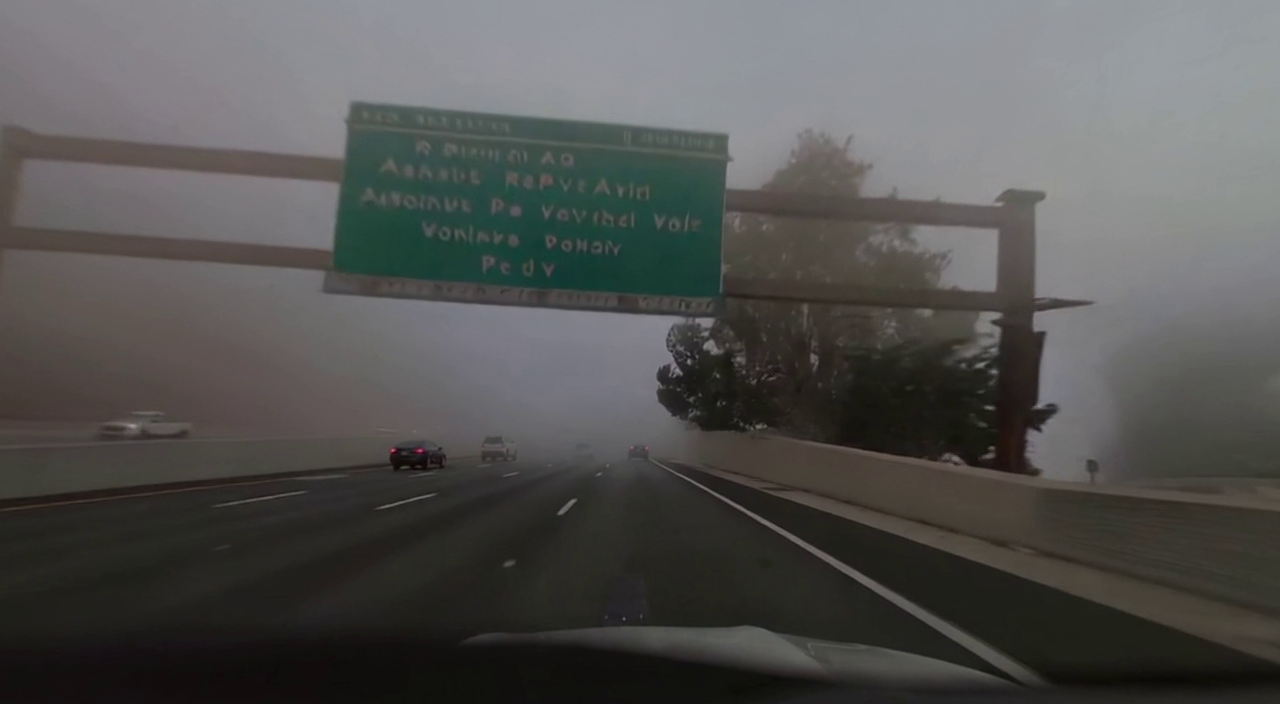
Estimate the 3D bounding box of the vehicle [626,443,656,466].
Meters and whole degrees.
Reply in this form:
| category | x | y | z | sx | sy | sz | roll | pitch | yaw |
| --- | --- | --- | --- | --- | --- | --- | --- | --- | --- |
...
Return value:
| category | x | y | z | sx | sy | sz | roll | pitch | yaw |
| --- | --- | --- | --- | --- | --- | --- | --- | --- | --- |
| vehicle | 0.065 | 6.741 | 41.695 | 1.881 | 1.460 | 3.694 | 0 | -8 | -1 |

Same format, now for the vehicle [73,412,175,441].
| category | x | y | z | sx | sy | sz | roll | pitch | yaw |
| --- | --- | --- | --- | --- | --- | --- | --- | --- | --- |
| vehicle | -29.472 | 4.356 | 36.268 | 1.941 | 1.532 | 4.732 | 0 | -8 | -1 |

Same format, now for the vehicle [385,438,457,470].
| category | x | y | z | sx | sy | sz | roll | pitch | yaw |
| --- | --- | --- | --- | --- | --- | --- | --- | --- | --- |
| vehicle | -11.139 | 5.218 | 32.468 | 1.935 | 1.474 | 5.033 | 0 | -8 | 0 |

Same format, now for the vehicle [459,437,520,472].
| category | x | y | z | sx | sy | sz | roll | pitch | yaw |
| --- | --- | --- | --- | --- | --- | --- | --- | --- | --- |
| vehicle | -7.463 | 5.122 | 31.718 | 2.086 | 1.628 | 4.039 | 0 | -8 | 0 |
